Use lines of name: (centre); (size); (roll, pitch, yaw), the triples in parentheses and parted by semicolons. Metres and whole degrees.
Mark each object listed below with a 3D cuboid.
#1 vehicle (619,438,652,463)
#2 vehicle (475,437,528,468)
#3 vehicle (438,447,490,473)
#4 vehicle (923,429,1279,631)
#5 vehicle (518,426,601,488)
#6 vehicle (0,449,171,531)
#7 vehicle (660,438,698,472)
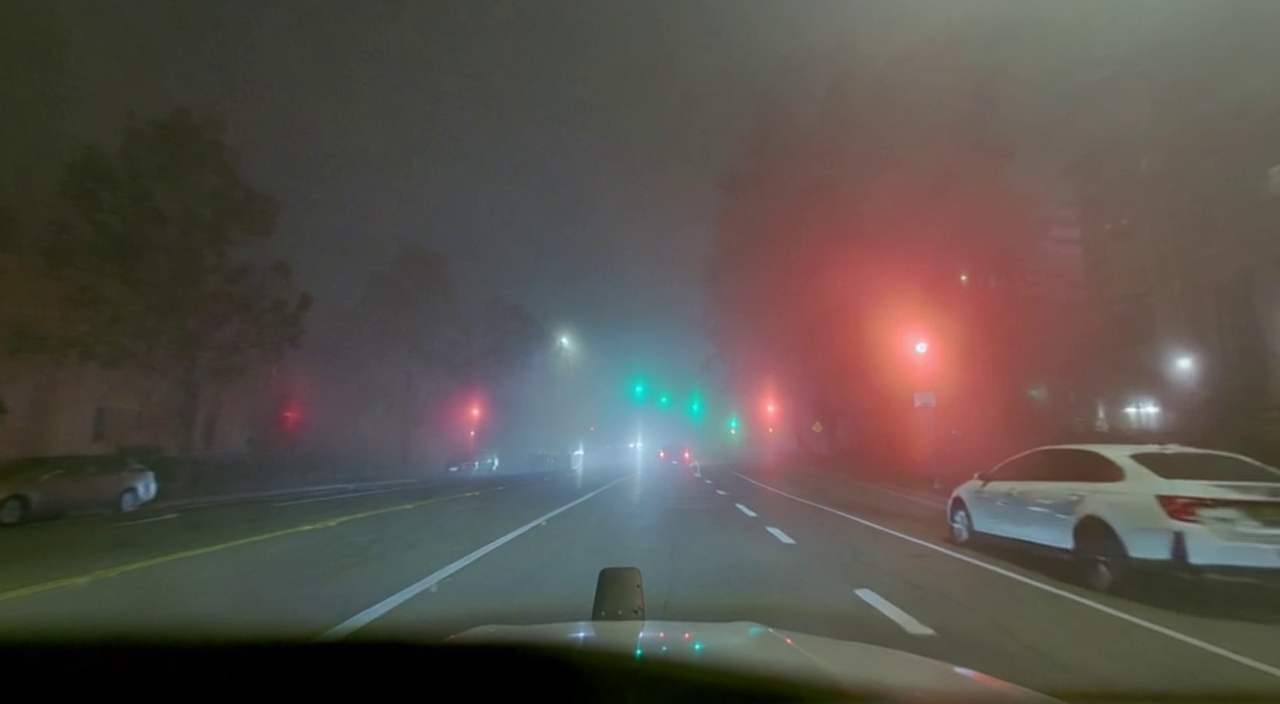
vehicle: (-0.275, 7.305, 46.885); (2.018, 1.746, 4.560); (-1, -8, 5)
vehicle: (-9.965, 7.259, 45.906); (2.272, 2.103, 5.589); (0, -8, 3)
vehicle: (-10.644, 6.534, 38.378); (1.876, 1.492, 3.790); (-1, -9, 3)
vehicle: (5.412, 1.698, 7.239); (2.104, 1.489, 4.962); (0, -8, 1)
vehicle: (-2.541, 3.455, 21.055); (1.877, 1.827, 4.298); (-1, -8, 5)
vehicle: (-12.566, 2.769, 13.076); (1.782, 1.472, 4.744); (-1, -8, 5)
vehicle: (2.070, 5.447, 33.736); (1.852, 1.680, 4.488); (0, -8, 3)
